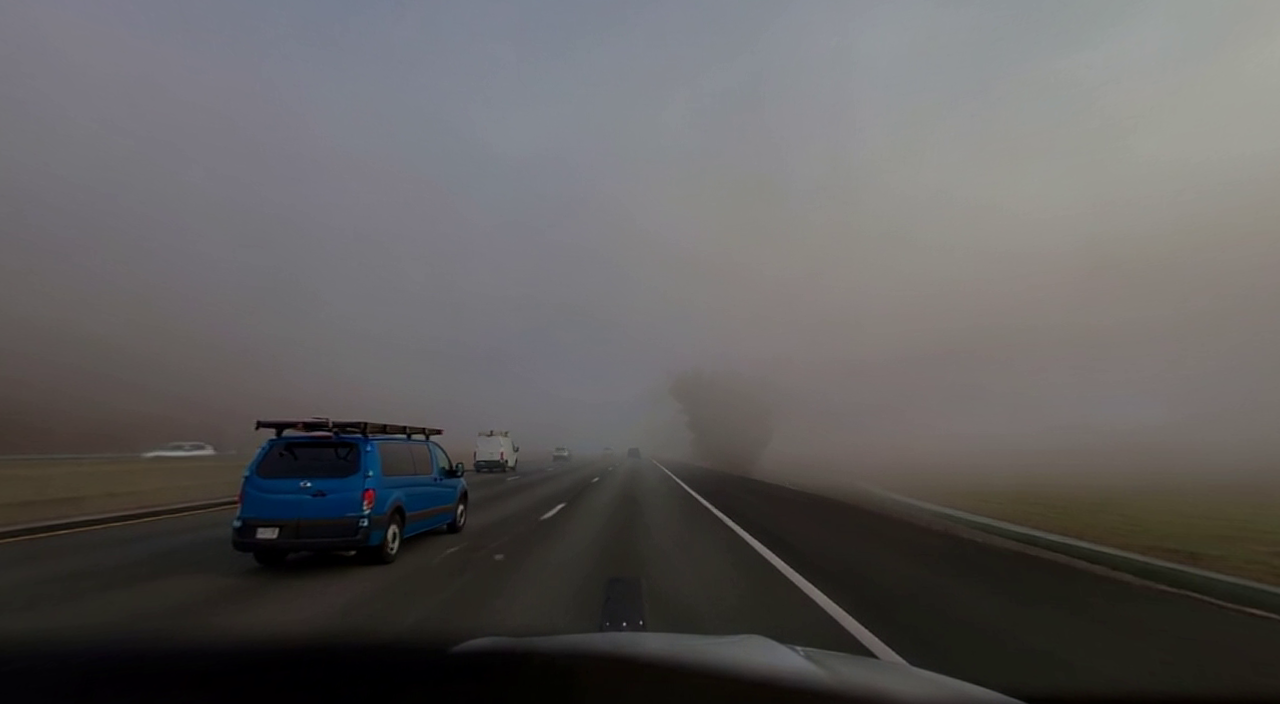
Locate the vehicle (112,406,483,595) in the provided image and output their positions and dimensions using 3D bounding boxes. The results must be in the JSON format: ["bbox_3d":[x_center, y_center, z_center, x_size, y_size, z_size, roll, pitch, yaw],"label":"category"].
[{"bbox_3d":[-3.693,1.703,8.165,2.040,1.679,4.865,0,-9,0],"label":"vehicle"}]

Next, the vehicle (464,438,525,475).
[{"bbox_3d":[-7.584,5.495,33.387,2.093,1.752,4.771,0,-9,0],"label":"vehicle"}]
